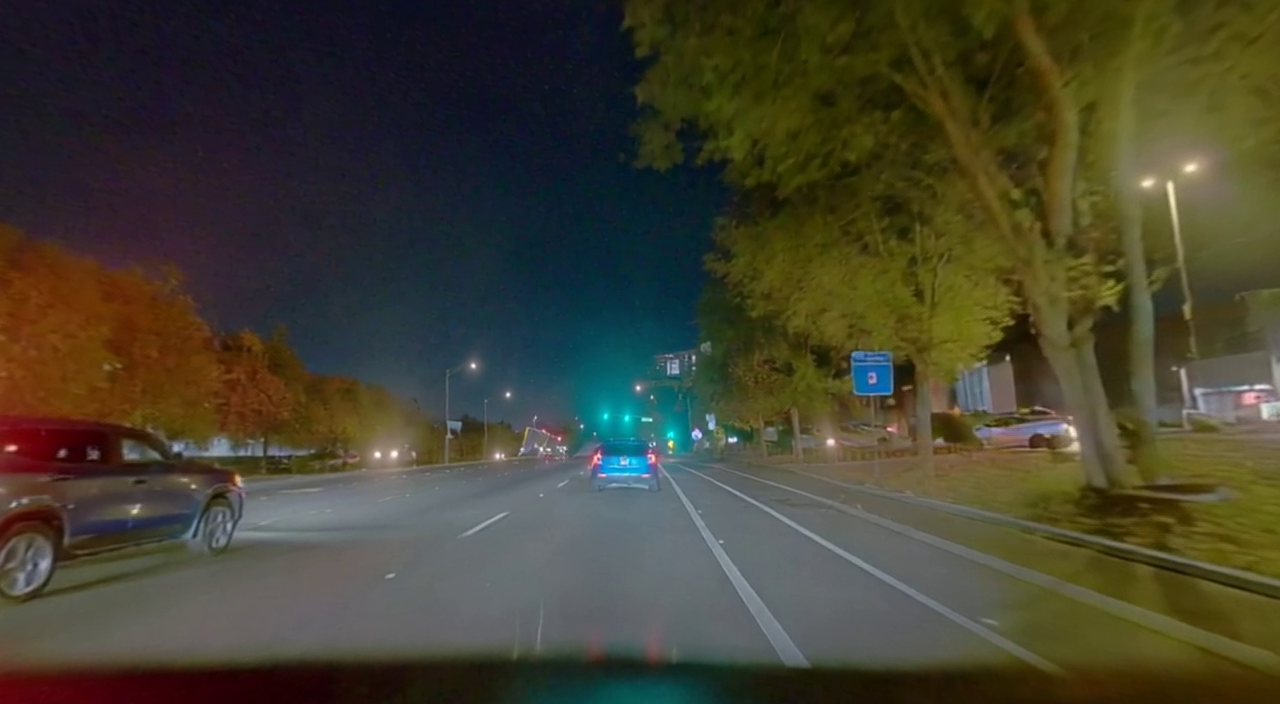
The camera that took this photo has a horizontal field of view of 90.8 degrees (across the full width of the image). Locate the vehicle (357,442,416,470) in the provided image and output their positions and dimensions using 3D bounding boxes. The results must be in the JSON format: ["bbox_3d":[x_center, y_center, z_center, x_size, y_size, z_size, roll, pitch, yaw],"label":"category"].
[{"bbox_3d":[-16.688,6.828,41.807,1.956,1.753,4.621,0,-8,1],"label":"vehicle"}]

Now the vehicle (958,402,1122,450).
[{"bbox_3d":[13.152,2.486,20.983,4.204,1.486,1.781,0,-8,0],"label":"vehicle"}]

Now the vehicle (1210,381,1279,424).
[{"bbox_3d":[26.948,2.247,27.608,1.895,1.576,4.434,-5,-10,28],"label":"vehicle"}]

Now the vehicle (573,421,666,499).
[{"bbox_3d":[-0.490,2.795,16.686,2.131,1.761,4.242,0,-8,-1],"label":"vehicle"}]

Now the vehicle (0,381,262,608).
[{"bbox_3d":[-6.332,1.359,6.510,2.178,1.819,4.530,0,-8,-2],"label":"vehicle"}]

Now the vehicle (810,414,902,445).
[{"bbox_3d":[13.141,4.778,38.678,4.873,1.796,1.990,0,-8,1],"label":"vehicle"}]
